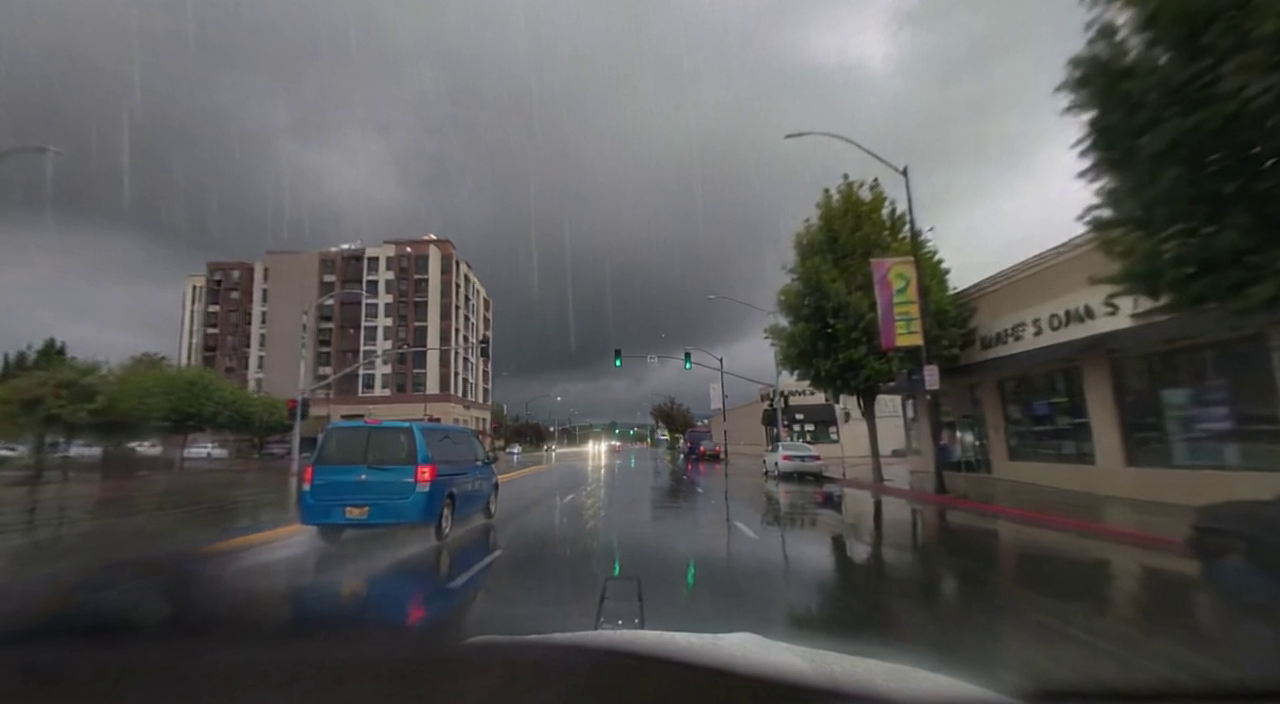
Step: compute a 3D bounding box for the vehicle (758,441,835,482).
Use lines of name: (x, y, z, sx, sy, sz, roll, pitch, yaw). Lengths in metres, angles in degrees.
vehicle: (6.423, 4.521, 26.422, 1.967, 1.534, 4.683, 0, -8, -1)

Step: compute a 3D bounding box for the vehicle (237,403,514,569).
vehicle: (-3.158, 1.685, 8.551, 2.080, 1.722, 3.766, 0, -8, 1)
